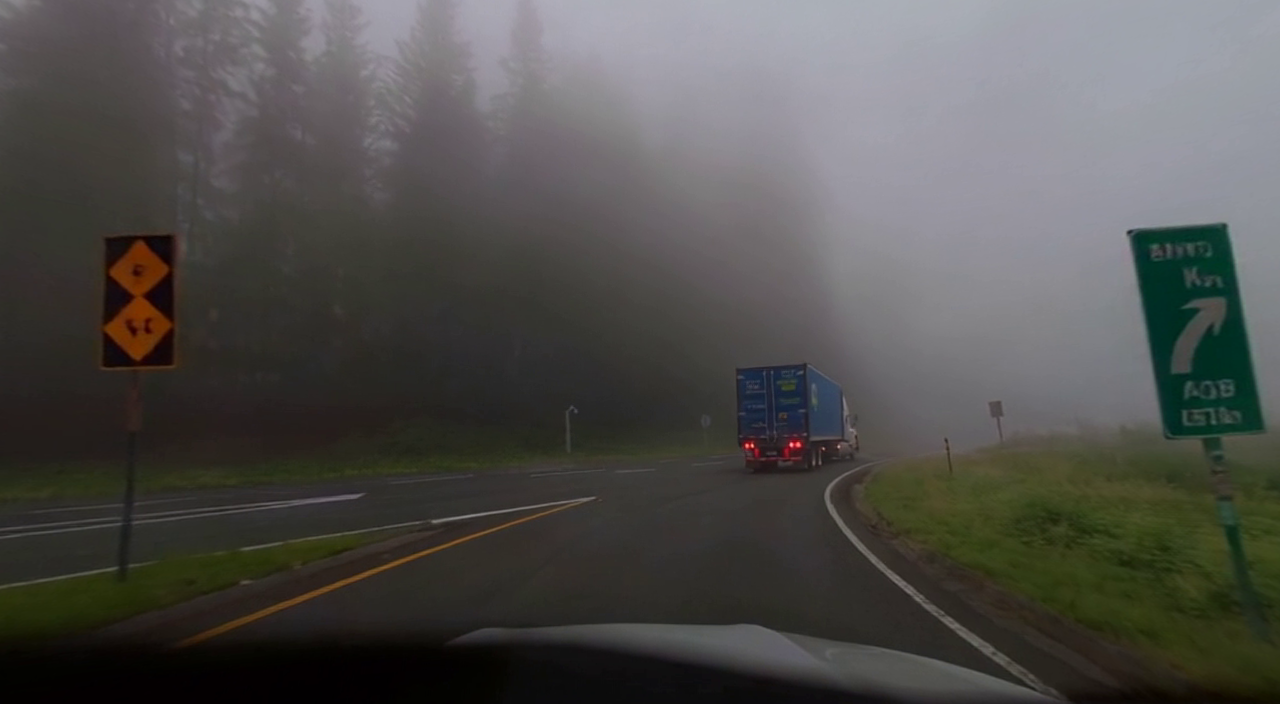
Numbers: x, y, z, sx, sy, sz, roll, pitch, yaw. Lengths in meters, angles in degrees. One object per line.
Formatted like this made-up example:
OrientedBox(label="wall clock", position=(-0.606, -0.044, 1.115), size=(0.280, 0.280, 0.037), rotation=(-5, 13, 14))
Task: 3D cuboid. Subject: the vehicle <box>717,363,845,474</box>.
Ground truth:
OrientedBox(label="vehicle", position=(6.046, 2.807, 25.457), size=(2.937, 3.647, 9.344), rotation=(-4, -9, 25))
